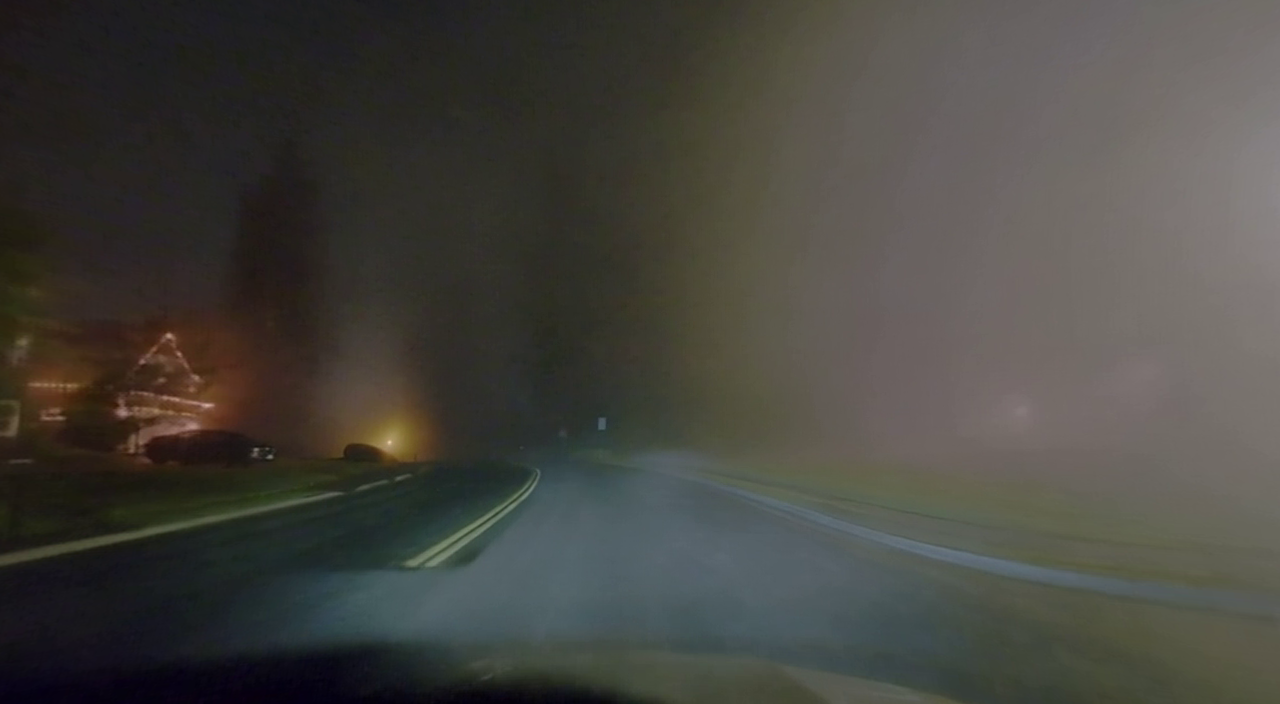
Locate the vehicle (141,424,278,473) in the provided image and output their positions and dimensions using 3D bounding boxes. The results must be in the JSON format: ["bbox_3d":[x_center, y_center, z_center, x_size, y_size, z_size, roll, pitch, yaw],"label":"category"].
[{"bbox_3d":[-17.560,3.908,25.745,4.562,1.857,2.129,-2,-9,18],"label":"vehicle"}]
